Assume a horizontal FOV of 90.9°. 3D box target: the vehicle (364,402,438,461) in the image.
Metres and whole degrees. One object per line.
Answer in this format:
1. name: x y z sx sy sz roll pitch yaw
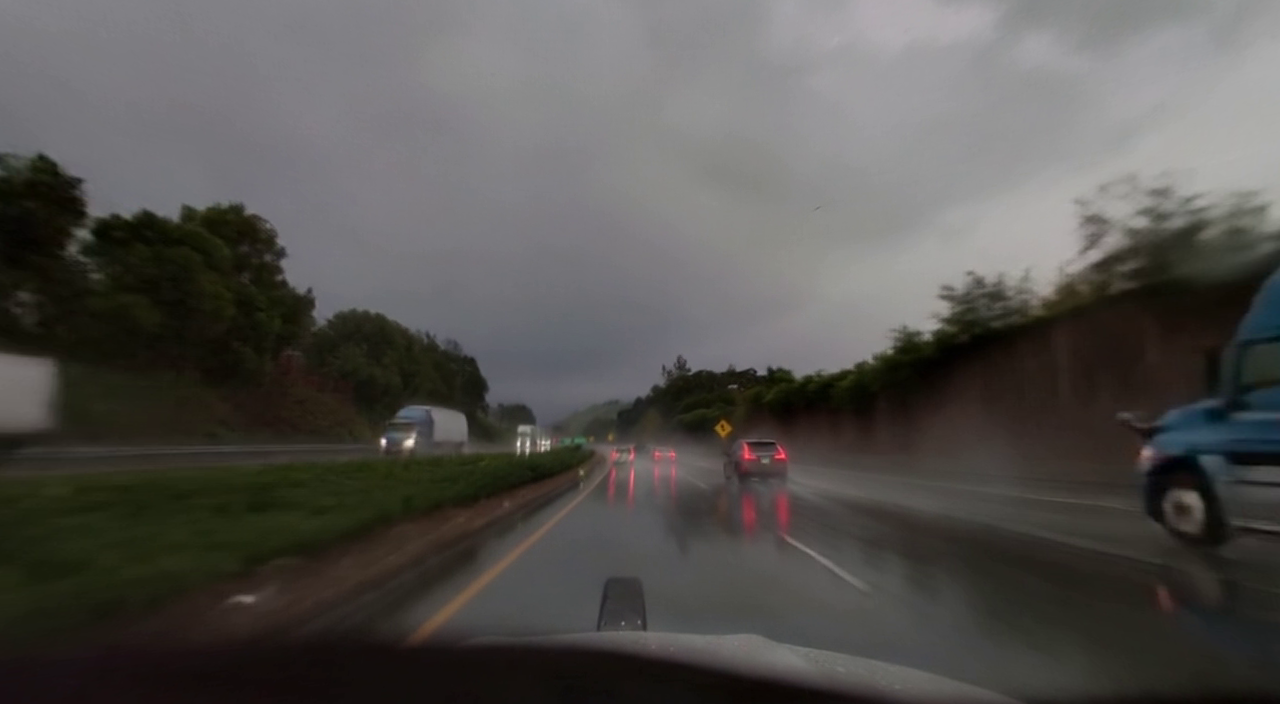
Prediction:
1. vehicle: -17.399 5.905 46.385 2.950 4.003 6.622 0 -9 -2

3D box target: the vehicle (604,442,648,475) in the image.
1. vehicle: -0.707 5.249 31.255 2.050 1.534 3.771 0 -9 -2

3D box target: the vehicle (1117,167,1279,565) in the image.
1. vehicle: 7.900 -0.014 5.308 2.972 3.945 5.837 0 -9 0

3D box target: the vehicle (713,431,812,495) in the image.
1. vehicle: 3.415 3.174 18.326 2.013 1.623 3.916 0 -9 -1
